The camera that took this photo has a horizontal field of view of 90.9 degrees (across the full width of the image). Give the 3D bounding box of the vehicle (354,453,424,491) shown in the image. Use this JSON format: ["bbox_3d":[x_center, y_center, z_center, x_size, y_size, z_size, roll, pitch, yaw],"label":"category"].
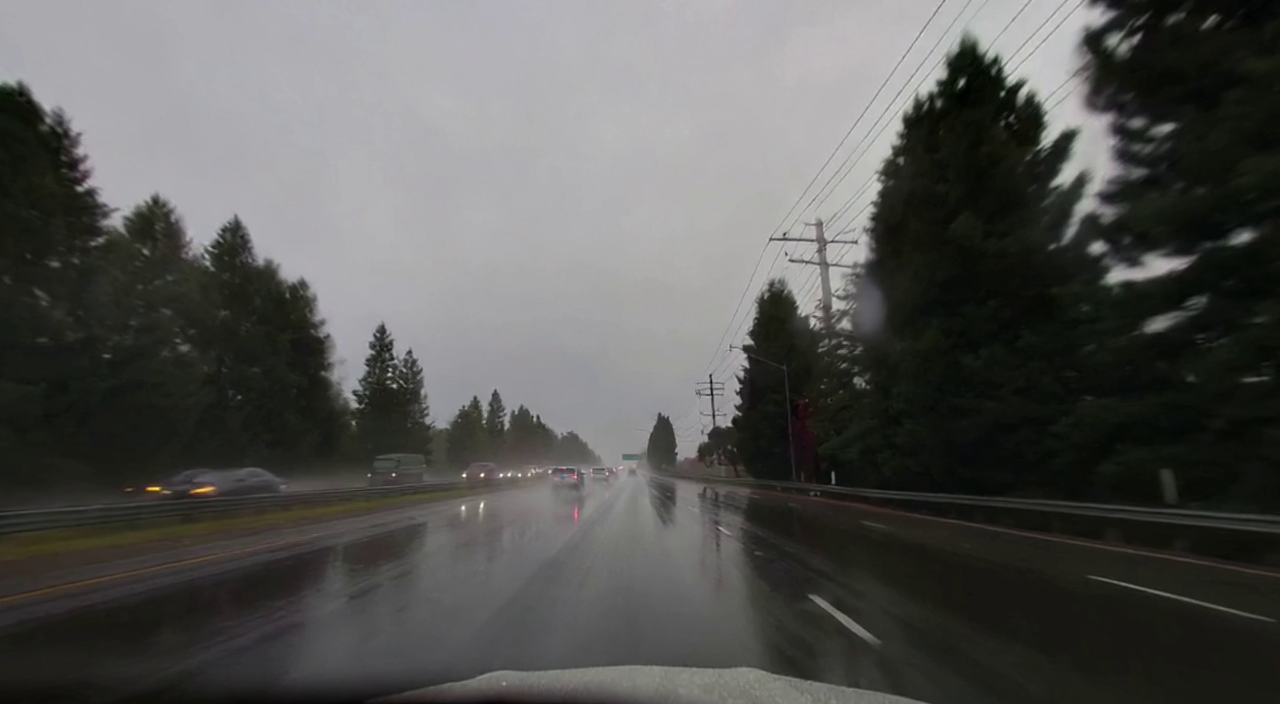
[{"bbox_3d":[-17.753,8.545,45.006,2.308,2.461,6.231,1,-10,0],"label":"vehicle"}]

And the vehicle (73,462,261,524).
[{"bbox_3d":[-13.015,3.895,17.786,1.853,1.481,4.394,1,-10,0],"label":"vehicle"}]

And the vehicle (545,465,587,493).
[{"bbox_3d":[-4.308,7.475,37.186,1.963,1.501,4.227,1,-10,0],"label":"vehicle"}]
